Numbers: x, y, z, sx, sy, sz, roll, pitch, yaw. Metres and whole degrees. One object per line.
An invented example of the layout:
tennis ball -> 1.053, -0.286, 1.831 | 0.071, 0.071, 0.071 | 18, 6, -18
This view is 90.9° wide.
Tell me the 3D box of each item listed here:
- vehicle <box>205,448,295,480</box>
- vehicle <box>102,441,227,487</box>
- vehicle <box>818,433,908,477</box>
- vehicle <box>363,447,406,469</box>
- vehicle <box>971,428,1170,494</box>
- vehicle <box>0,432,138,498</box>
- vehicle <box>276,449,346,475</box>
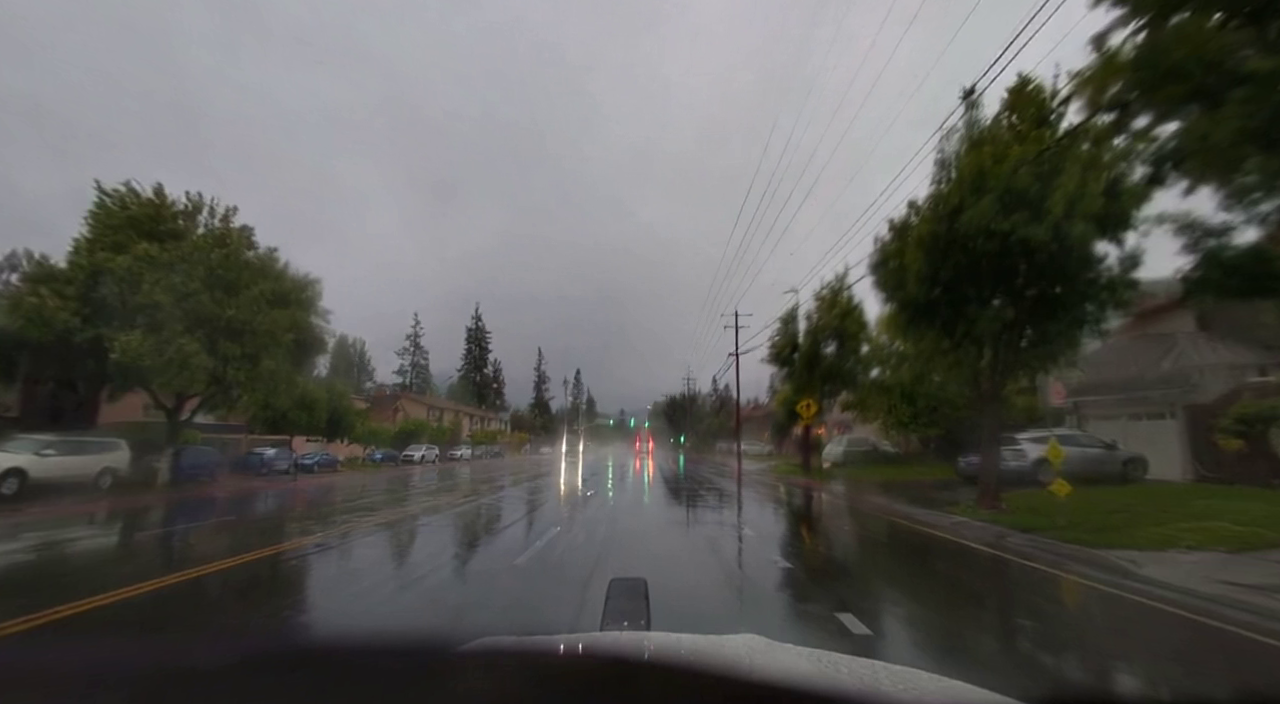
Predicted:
vehicle -> -20.095, 5.769, 32.737 | 1.759, 1.519, 4.785 | 0, -9, -2
vehicle -> -20.210, 4.756, 27.098 | 1.787, 1.774, 4.560 | 0, -8, 0
vehicle -> 11.441, 5.326, 32.885 | 2.392, 2.063, 5.213 | 1, -9, -5
vehicle -> -20.035, 8.311, 49.621 | 1.764, 1.570, 3.910 | 0, -9, 0
vehicle -> 13.421, 3.406, 19.933 | 4.667, 1.952, 2.063 | 0, -9, 2
vehicle -> -20.363, 3.694, 20.948 | 2.326, 1.966, 5.795 | 0, -9, 3
vehicle -> -20.370, 6.805, 39.280 | 1.812, 1.501, 4.632 | 0, -9, 1
